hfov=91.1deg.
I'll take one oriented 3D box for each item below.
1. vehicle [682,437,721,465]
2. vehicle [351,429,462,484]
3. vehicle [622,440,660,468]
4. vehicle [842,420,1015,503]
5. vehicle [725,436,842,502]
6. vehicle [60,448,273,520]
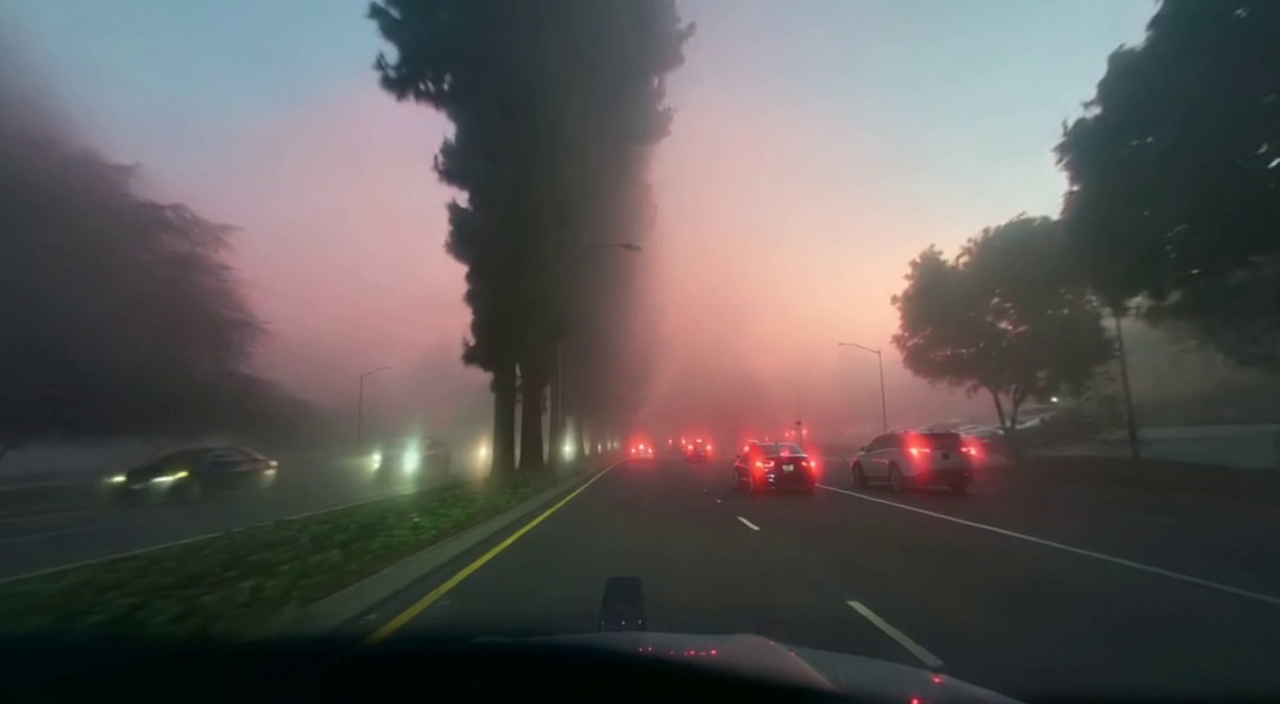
[{"bbox_3d":[4.085,6.697,42.516,2.130,1.718,4.310,0,-9,-1],"label":"vehicle"},{"bbox_3d":[-8.241,3.758,22.731,2.116,1.747,4.727,0,-9,1],"label":"vehicle"},{"bbox_3d":[0.073,6.007,37.115,2.111,1.506,4.018,0,-9,0],"label":"vehicle"},{"bbox_3d":[7.373,2.873,16.807,2.188,1.840,5.050,0,-9,0],"label":"vehicle"},{"bbox_3d":[3.631,3.059,16.835,2.010,1.490,4.639,0,-9,-1],"label":"vehicle"},{"bbox_3d":[-11.448,3.165,15.677,1.866,1.500,4.361,0,-9,0],"label":"vehicle"}]
